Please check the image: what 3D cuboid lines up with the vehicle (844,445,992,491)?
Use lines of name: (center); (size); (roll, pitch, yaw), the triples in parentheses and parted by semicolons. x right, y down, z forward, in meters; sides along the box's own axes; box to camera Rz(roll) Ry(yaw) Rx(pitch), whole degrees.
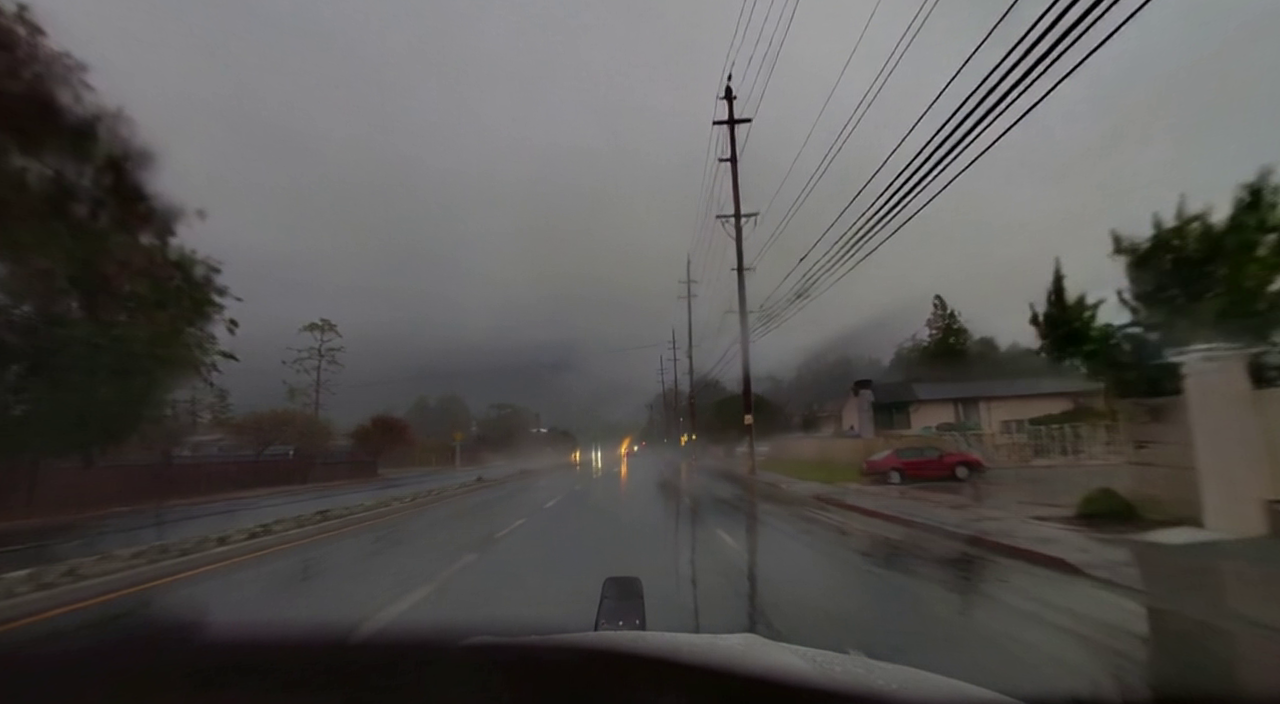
vehicle: (9.303, 3.883, 21.354); (4.159, 1.408, 1.822); (2, -8, -5)
